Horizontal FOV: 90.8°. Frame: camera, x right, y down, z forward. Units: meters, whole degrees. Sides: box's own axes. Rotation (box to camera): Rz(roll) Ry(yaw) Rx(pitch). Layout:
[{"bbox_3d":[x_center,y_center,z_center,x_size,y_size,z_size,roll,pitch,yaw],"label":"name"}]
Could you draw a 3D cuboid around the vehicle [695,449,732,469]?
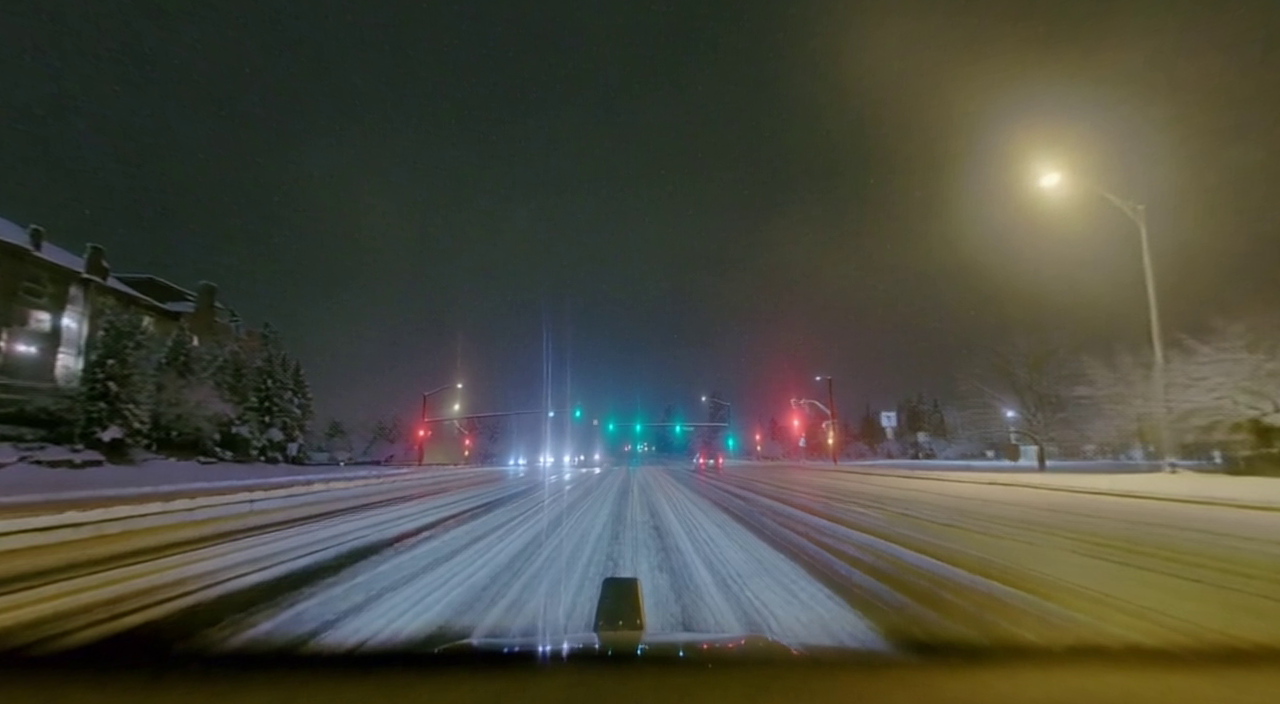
[{"bbox_3d":[5.677,8.303,49.285,2.187,1.475,4.529,0,-8,-2],"label":"vehicle"}]
